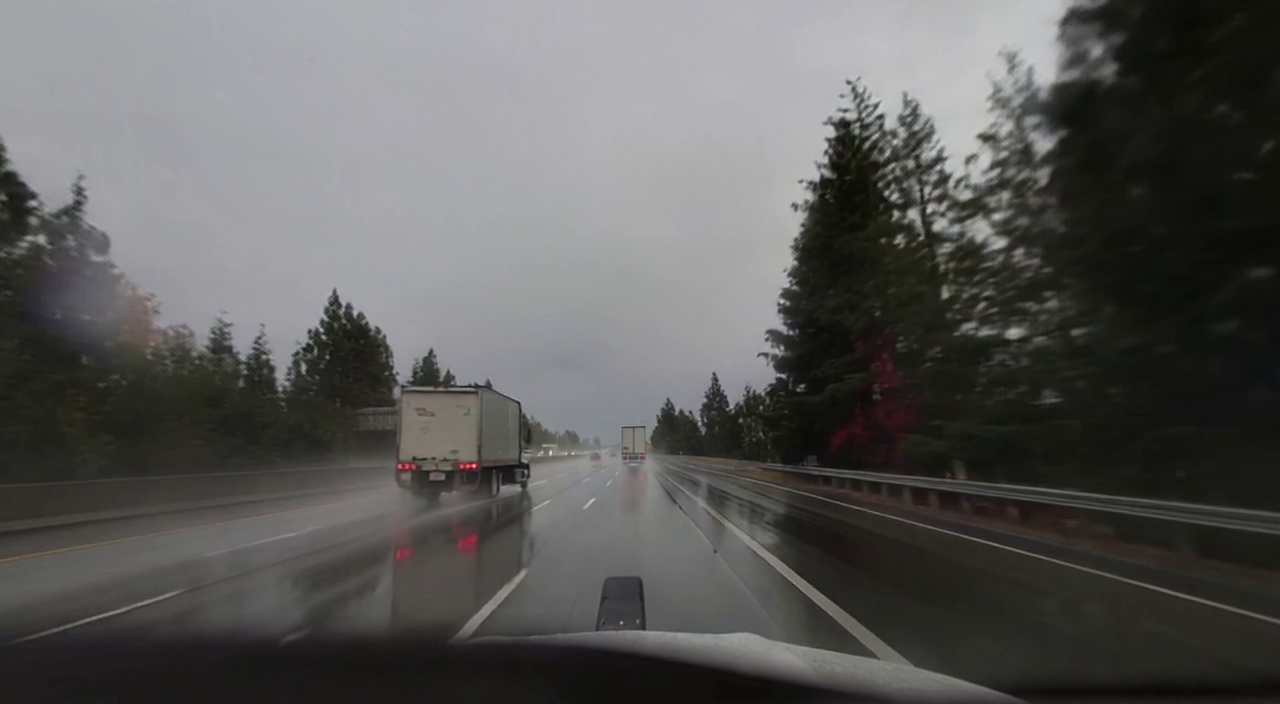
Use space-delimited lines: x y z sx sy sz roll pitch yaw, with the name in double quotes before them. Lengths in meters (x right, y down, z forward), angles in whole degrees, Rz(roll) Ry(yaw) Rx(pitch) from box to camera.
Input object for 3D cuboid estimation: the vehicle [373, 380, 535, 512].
"vehicle" -4.512 2.504 16.742 2.368 2.813 6.329 0 -9 0
